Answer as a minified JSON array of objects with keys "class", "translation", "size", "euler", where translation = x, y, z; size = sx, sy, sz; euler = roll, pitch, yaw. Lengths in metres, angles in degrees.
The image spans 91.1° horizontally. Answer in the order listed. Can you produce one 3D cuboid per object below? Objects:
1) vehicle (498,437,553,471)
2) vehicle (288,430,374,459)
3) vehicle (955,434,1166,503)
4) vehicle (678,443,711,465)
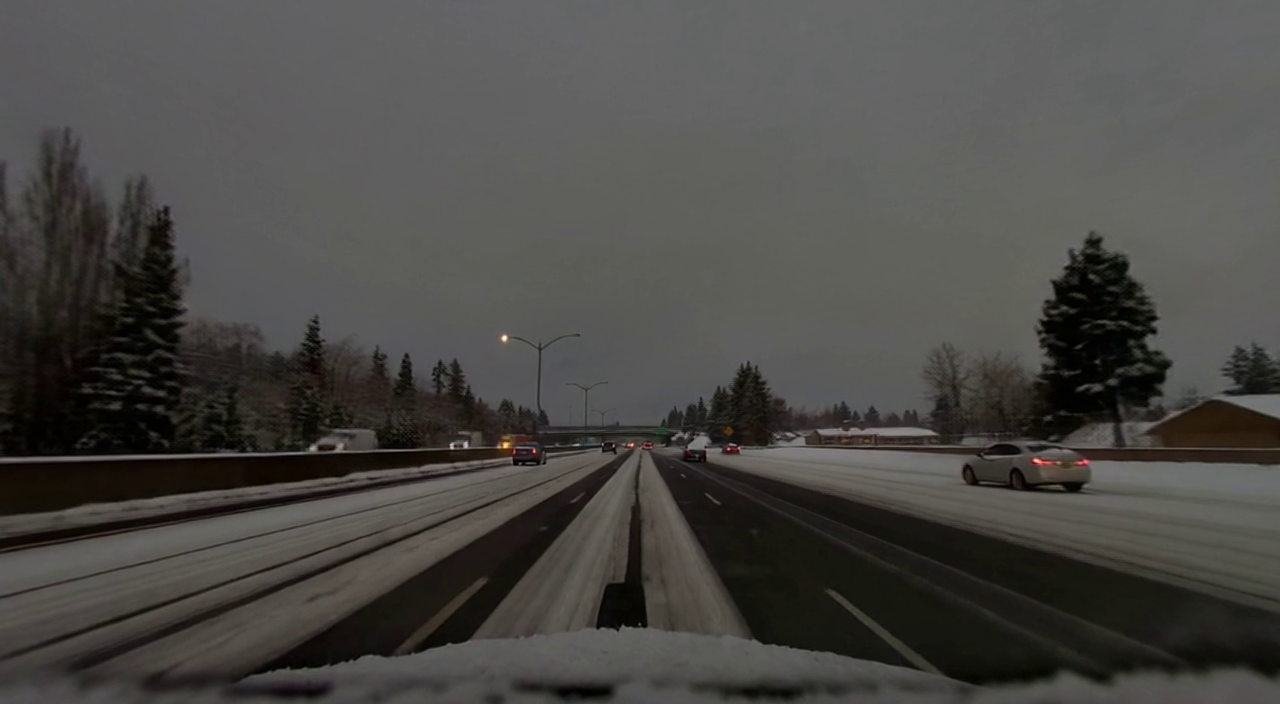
[{"class":"vehicle","translation":[-6.278,5.664,34.956],"size":[2.091,1.746,4.437],"euler":[0,-8,1]},{"class":"vehicle","translation":[-21.296,6.454,43.672],"size":[2.837,1.878,6.106],"euler":[0,-9,0]},{"class":"vehicle","translation":[10.225,2.861,15.882],"size":[1.979,1.467,4.839],"euler":[0,-8,-1]},{"class":"vehicle","translation":[3.702,7.012,43.161],"size":[1.950,1.453,3.378],"euler":[0,-9,-1]}]
